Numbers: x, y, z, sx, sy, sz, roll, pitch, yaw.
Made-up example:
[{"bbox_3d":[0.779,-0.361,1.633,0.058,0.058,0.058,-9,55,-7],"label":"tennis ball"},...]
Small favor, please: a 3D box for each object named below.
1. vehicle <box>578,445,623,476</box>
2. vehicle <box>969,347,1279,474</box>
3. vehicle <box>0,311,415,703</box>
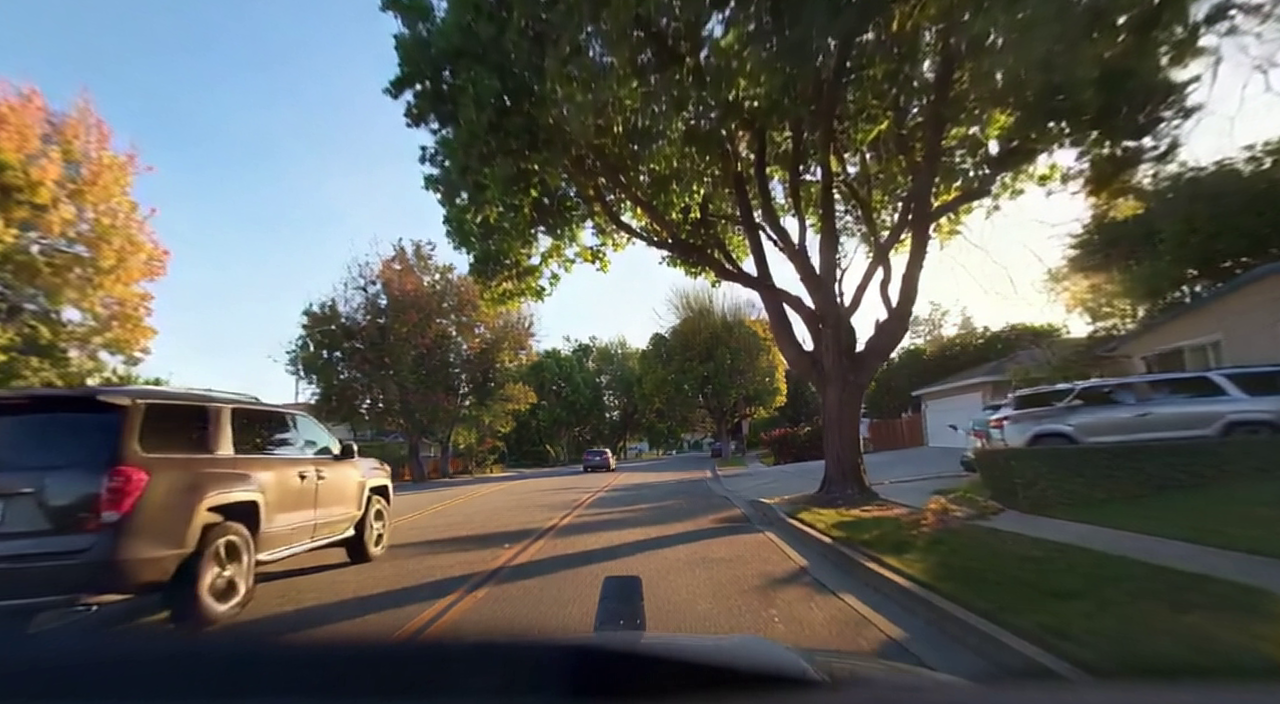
[{"bbox_3d":[-2.273,6.378,37.273,2.001,1.664,4.174,-2,-9,6],"label":"vehicle"},{"bbox_3d":[9.012,1.123,11.043,5.492,1.923,2.103,-5,-10,23],"label":"vehicle"},{"bbox_3d":[-4.022,1.236,5.694,2.085,2.084,5.133,-1,-9,0],"label":"vehicle"}]
